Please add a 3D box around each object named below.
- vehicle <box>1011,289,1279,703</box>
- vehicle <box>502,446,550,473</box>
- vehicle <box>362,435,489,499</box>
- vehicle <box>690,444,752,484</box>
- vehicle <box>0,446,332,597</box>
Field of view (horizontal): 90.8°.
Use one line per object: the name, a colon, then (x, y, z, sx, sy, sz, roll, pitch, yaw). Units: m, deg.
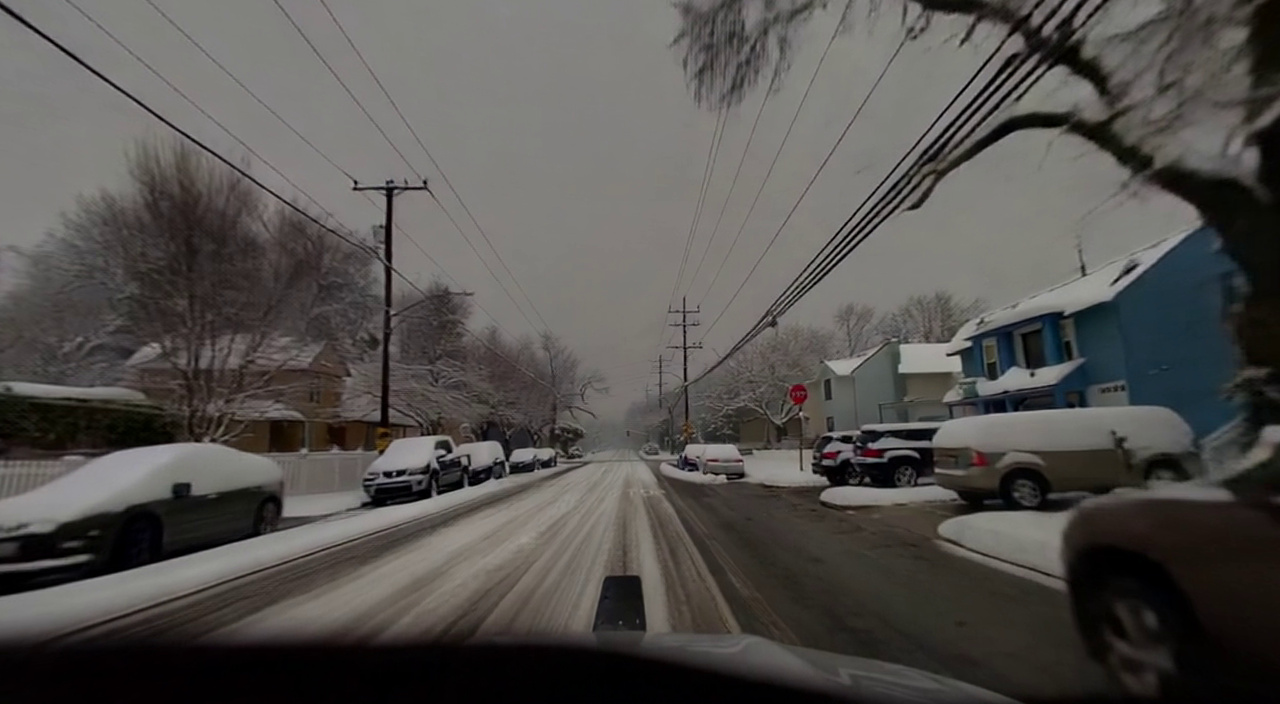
vehicle: (3.509, 0.642, 1.836, 2.114, 1.909, 4.266, 0, -9, -2)
vehicle: (-6.762, 6.449, 38.099, 2.056, 1.481, 4.451, 0, -9, 0)
vehicle: (-6.545, 3.576, 20.112, 2.136, 1.757, 5.365, 0, -9, 0)
vehicle: (3.380, 4.785, 27.407, 1.963, 1.536, 5.446, 0, -9, 0)
vehicle: (-6.477, 2.019, 8.544, 2.211, 1.469, 4.380, 0, -9, 4)
